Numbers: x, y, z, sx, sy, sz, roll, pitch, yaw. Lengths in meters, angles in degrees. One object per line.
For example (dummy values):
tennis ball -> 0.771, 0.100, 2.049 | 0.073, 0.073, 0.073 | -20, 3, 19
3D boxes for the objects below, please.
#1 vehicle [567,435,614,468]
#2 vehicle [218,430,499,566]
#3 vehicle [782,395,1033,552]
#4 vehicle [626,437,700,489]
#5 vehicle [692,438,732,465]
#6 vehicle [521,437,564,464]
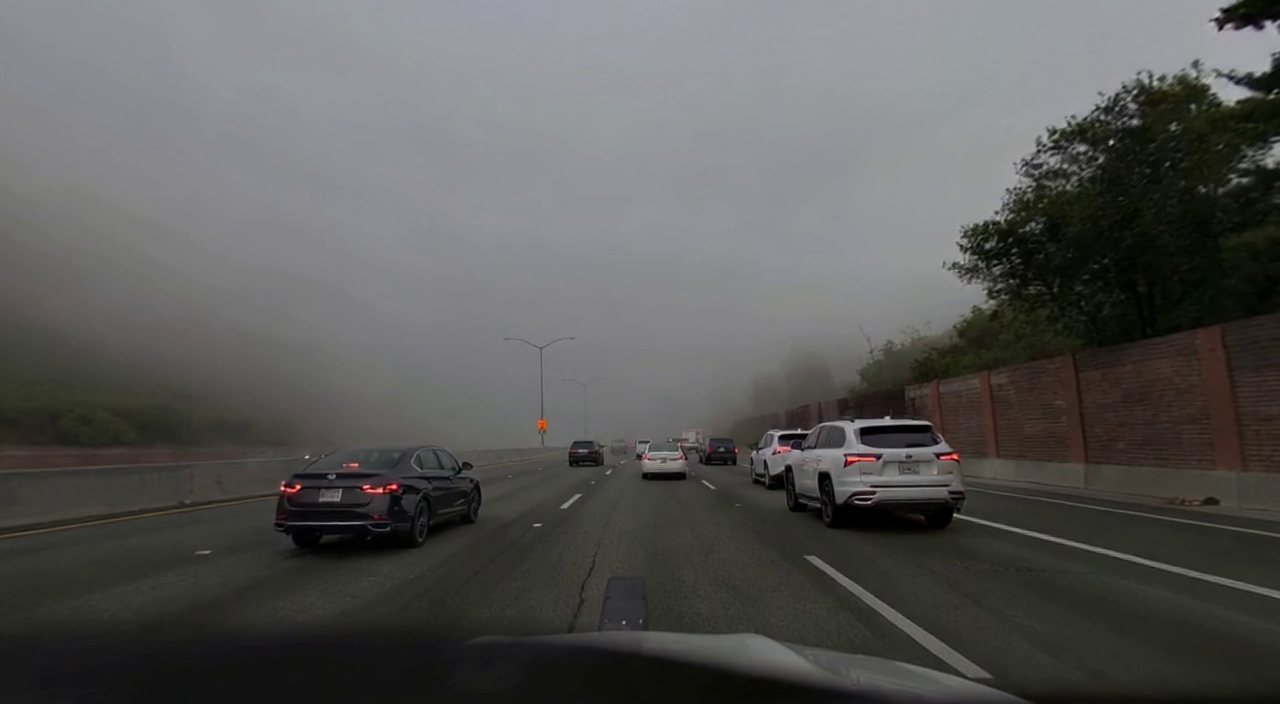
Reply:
vehicle -> -2.826, 5.773, 36.944 | 2.154, 1.793, 4.736 | 0, -8, 3
vehicle -> -3.554, 1.896, 9.067 | 1.961, 1.456, 4.362 | 0, -8, 1
vehicle -> 3.648, 1.746, 9.668 | 1.930, 1.831, 4.344 | 0, -8, 0
vehicle -> 0.659, 3.438, 19.892 | 2.105, 1.471, 3.978 | 0, -8, 0
vehicle -> 4.132, 5.755, 36.628 | 1.855, 1.513, 3.915 | 0, -8, 0
vehicle -> -6.784, 6.930, 44.436 | 2.055, 1.751, 4.825 | 0, -8, 2
